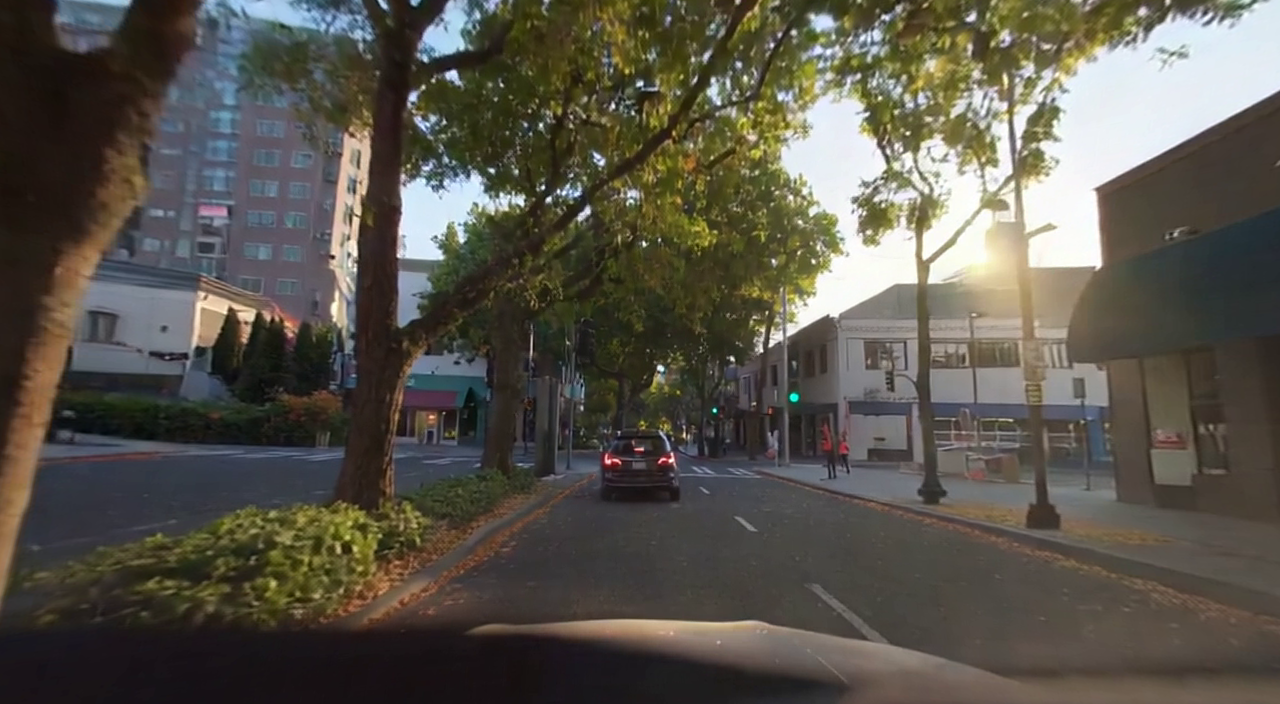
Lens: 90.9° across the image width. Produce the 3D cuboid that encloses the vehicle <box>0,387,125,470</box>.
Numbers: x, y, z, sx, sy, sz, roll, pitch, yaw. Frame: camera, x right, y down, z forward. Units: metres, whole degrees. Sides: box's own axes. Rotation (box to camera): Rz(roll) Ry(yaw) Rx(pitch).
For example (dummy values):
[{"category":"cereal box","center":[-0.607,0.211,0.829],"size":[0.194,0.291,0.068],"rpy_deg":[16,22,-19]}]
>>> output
[{"category":"vehicle","center":[-14.737,1.762,14.226],"size":[2.027,1.758,5.254],"rpy_deg":[0,-9,-4]}]

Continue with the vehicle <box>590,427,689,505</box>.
[{"category":"vehicle","center":[-0.049,2.698,15.267],"size":[2.079,1.621,3.861],"rpy_deg":[0,-9,-1]}]
